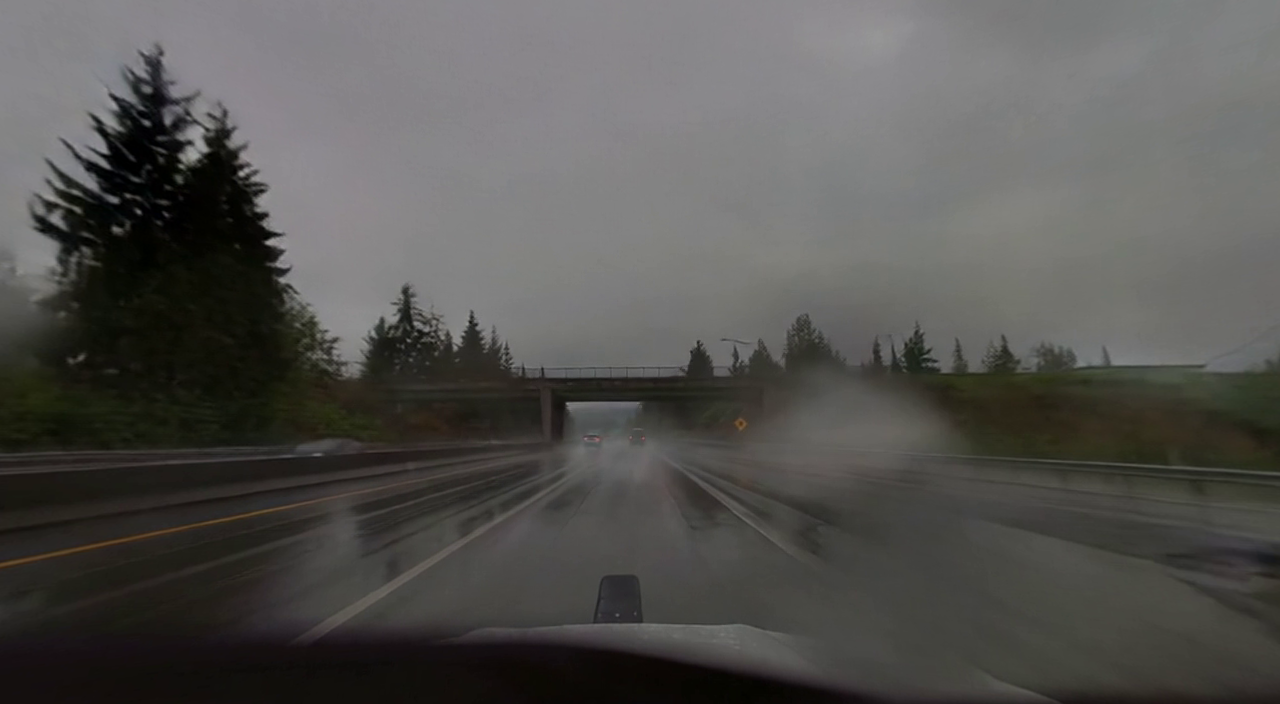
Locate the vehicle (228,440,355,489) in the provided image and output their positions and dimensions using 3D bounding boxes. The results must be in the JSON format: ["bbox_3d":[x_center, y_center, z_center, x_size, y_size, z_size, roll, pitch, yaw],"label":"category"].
[{"bbox_3d":[-12.466,4.010,22.956,1.952,1.542,4.672,0,-8,0],"label":"vehicle"}]
